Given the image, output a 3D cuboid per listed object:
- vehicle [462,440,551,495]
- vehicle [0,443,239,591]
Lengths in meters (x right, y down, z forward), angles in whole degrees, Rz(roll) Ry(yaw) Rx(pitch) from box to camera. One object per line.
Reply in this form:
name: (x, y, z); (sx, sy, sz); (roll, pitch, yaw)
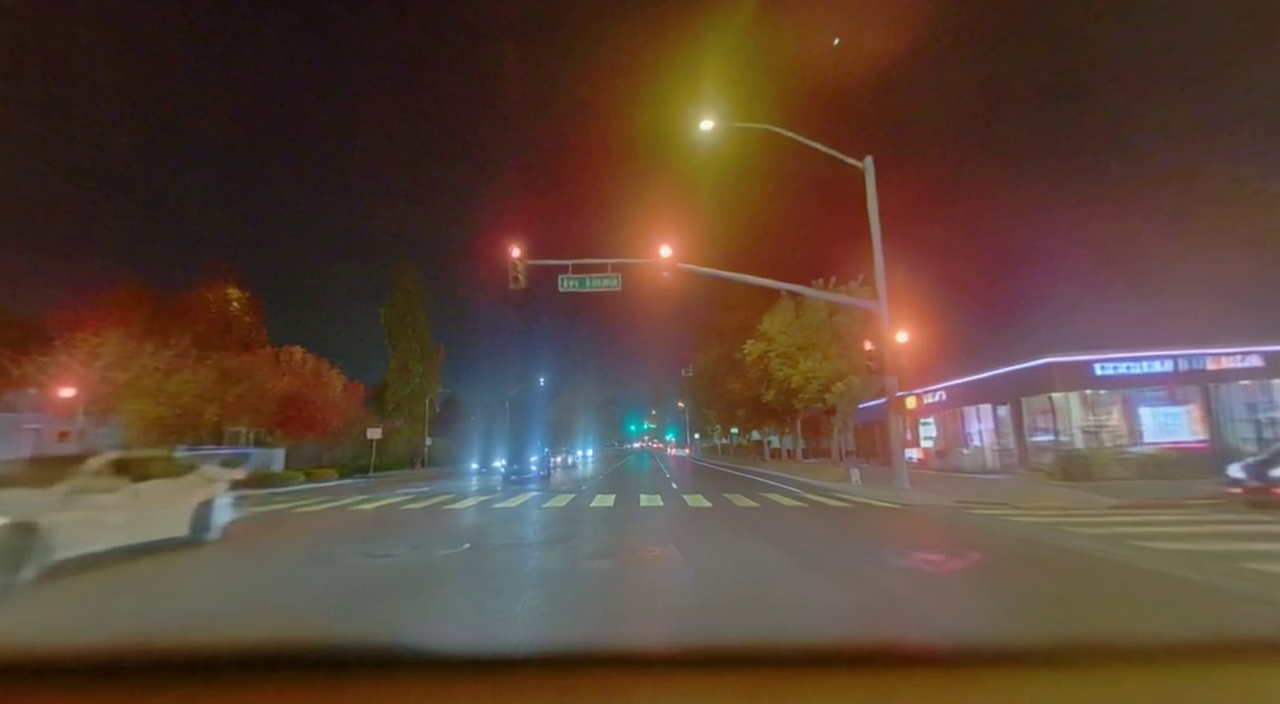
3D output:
vehicle: (-4.546, 3.975, 22.147); (2.070, 1.481, 4.266); (-5, -7, 1)
vehicle: (-7.610, 1.959, 8.192); (1.974, 1.521, 4.197); (0, -8, 1)
